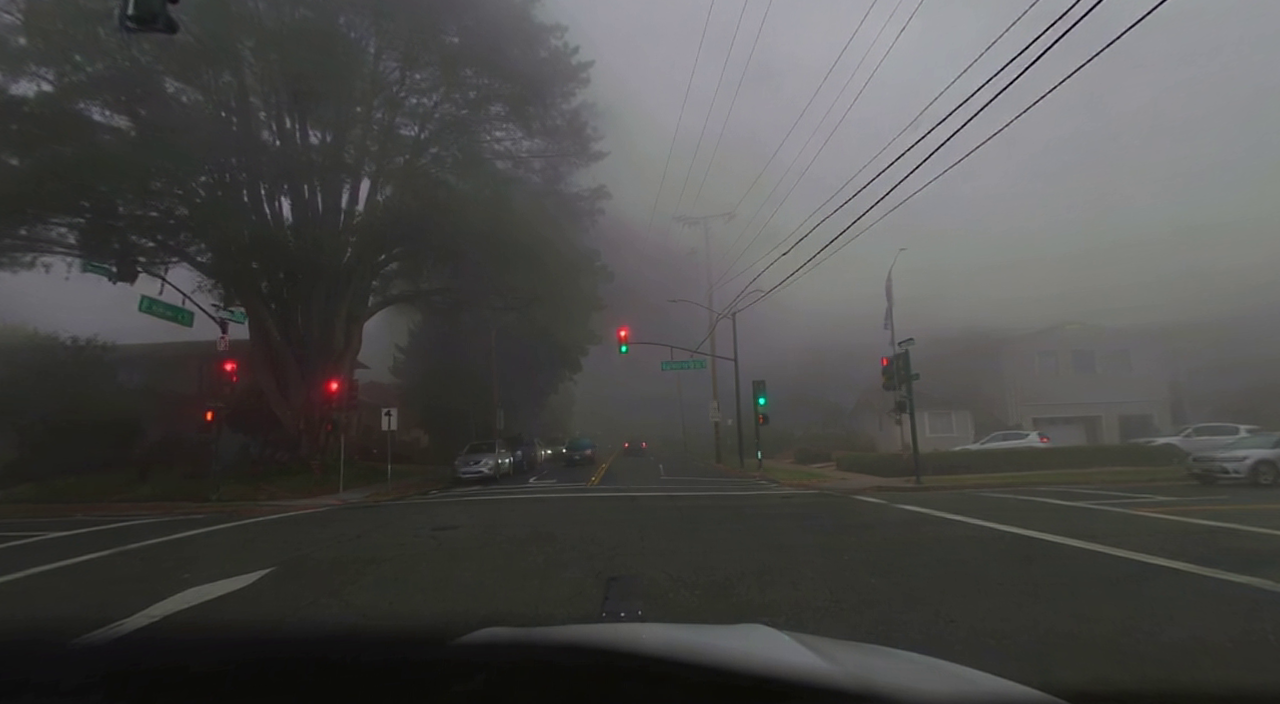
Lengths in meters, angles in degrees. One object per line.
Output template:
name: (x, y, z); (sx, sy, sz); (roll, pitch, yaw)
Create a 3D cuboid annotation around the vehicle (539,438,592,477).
vehicle: (-3.650, 5.277, 31.898); (2.120, 1.783, 4.788); (0, -9, -1)

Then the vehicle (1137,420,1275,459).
vehicle: (33.251, 5.162, 37.245); (5.969, 2.149, 2.331); (0, -9, -3)

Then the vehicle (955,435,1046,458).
vehicle: (24.968, 6.557, 43.848); (5.172, 1.515, 1.851); (0, -9, -2)

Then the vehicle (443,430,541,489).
vehicle: (-6.505, 4.841, 28.982); (2.896, 2.339, 7.322); (0, -9, -1)
